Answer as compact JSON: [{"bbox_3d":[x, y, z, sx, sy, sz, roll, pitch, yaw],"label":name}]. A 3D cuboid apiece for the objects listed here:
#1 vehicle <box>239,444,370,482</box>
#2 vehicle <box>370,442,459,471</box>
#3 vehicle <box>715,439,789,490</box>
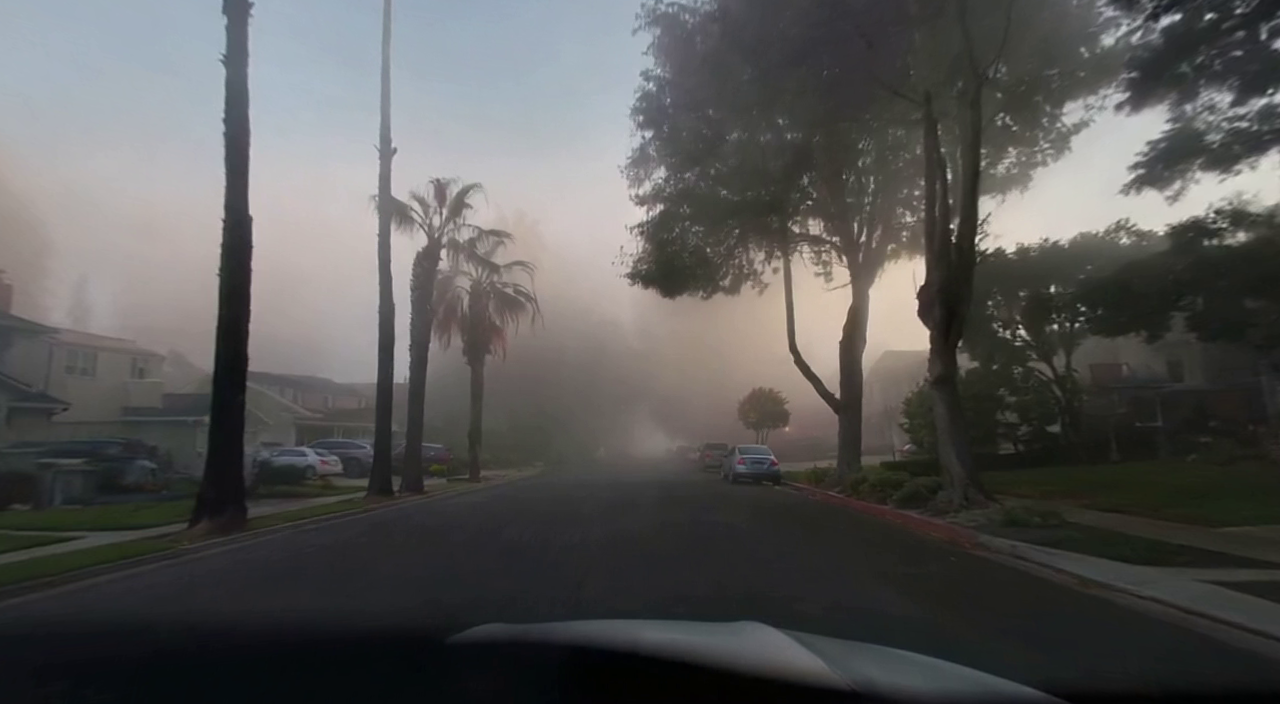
[{"bbox_3d":[-13.529,4.476,25.647,4.250,1.469,1.817,0,-9,3],"label":"vehicle"},{"bbox_3d":[-13.234,6.155,37.317,4.448,1.679,1.972,0,-9,2],"label":"vehicle"},{"bbox_3d":[4.217,4.306,24.613,1.971,1.663,5.076,2,-9,1],"label":"vehicle"}]
